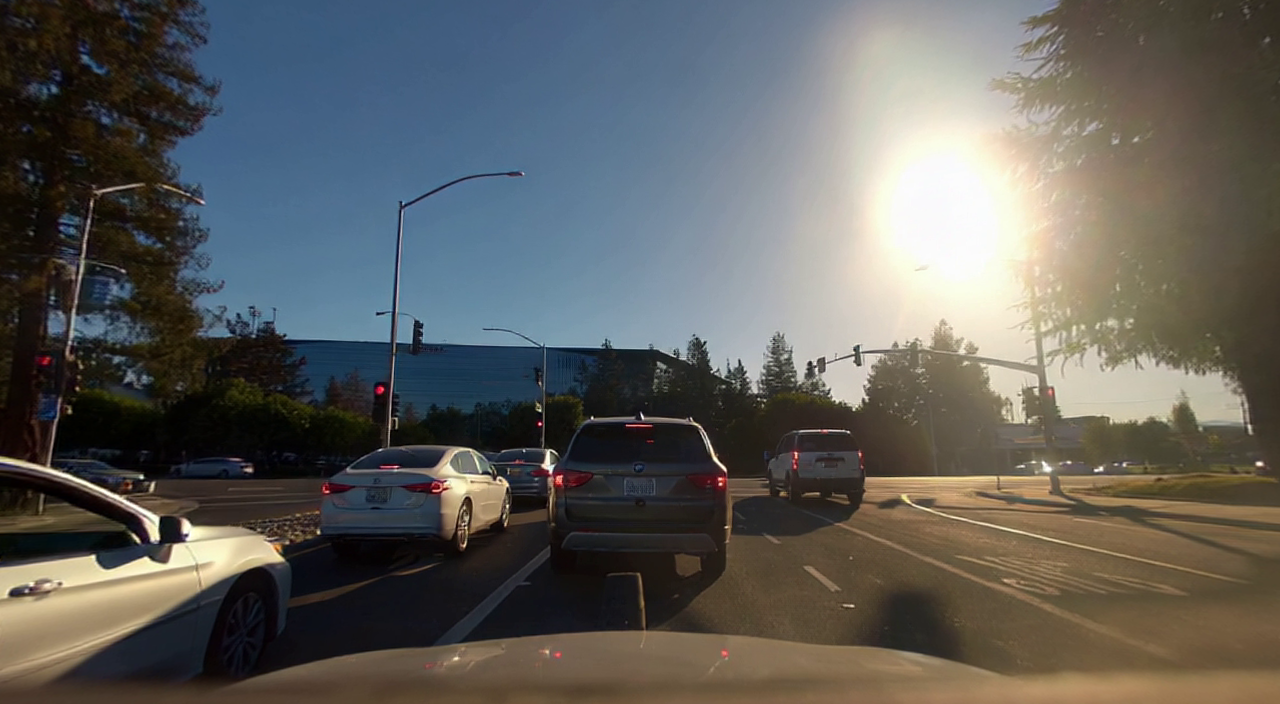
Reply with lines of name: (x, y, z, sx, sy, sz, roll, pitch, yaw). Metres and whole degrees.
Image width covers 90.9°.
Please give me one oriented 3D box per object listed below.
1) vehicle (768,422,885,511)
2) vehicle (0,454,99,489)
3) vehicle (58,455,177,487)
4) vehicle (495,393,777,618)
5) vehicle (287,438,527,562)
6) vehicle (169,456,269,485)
vehicle: (4.809, 2.996, 16.912, 2.084, 2.053, 4.073, -1, -8, 4)
vehicle: (-27.080, 5.274, 27.941, 4.198, 1.444, 1.765, 2, -9, -15)
vehicle: (-26.034, 5.939, 31.571, 4.140, 1.444, 1.742, 2, -9, -16)
vehicle: (-0.031, 1.522, 7.166, 2.203, 1.757, 4.286, 0, -8, 0)
vehicle: (-3.191, 2.095, 9.796, 1.913, 1.453, 4.413, 0, -8, 2)
vehicle: (-24.537, 6.923, 36.915, 4.457, 1.435, 1.795, 3, -5, -16)
